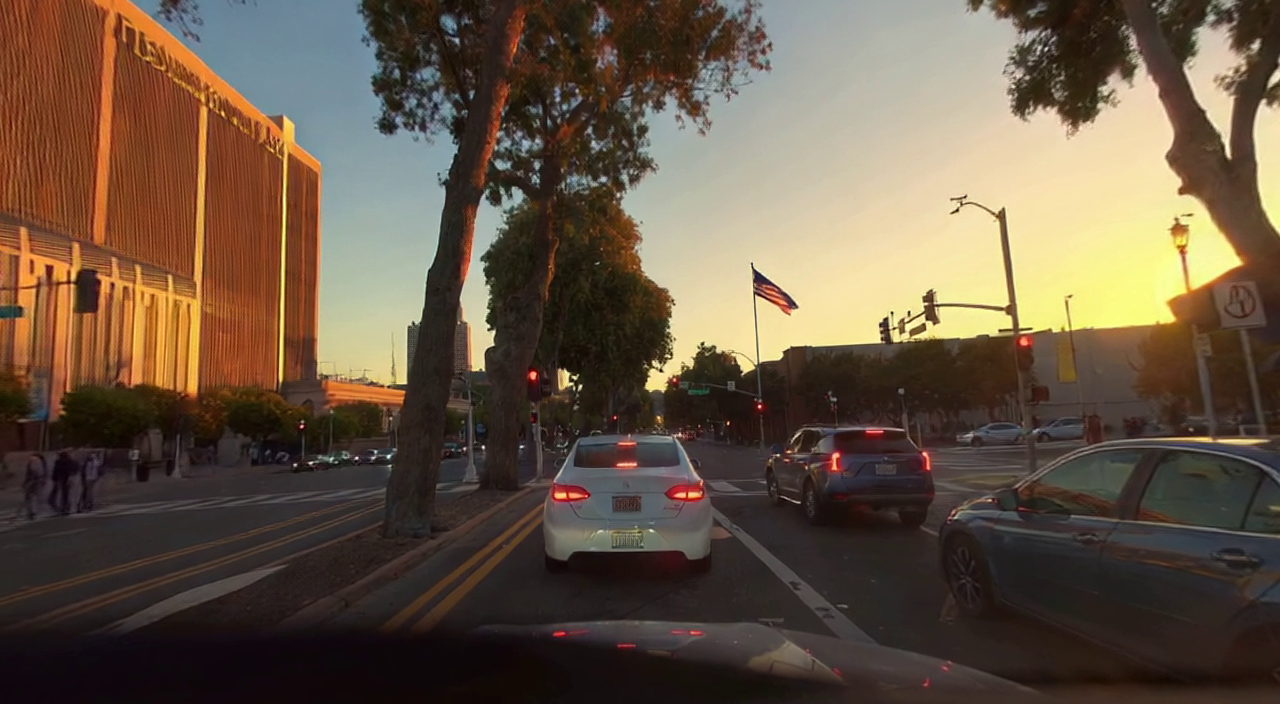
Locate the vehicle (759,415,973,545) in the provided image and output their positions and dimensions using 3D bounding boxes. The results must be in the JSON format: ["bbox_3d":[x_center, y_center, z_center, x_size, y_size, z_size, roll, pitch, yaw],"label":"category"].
[{"bbox_3d":[3.508,2.078,10.942,1.978,1.738,4.599,0,-8,0],"label":"vehicle"}]

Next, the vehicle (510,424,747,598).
[{"bbox_3d":[-0.104,1.696,7.555,2.096,1.521,3.747,0,-8,0],"label":"vehicle"}]

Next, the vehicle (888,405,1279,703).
[{"bbox_3d":[3.377,1.176,4.000,1.833,1.465,4.258,0,-8,-1],"label":"vehicle"}]
